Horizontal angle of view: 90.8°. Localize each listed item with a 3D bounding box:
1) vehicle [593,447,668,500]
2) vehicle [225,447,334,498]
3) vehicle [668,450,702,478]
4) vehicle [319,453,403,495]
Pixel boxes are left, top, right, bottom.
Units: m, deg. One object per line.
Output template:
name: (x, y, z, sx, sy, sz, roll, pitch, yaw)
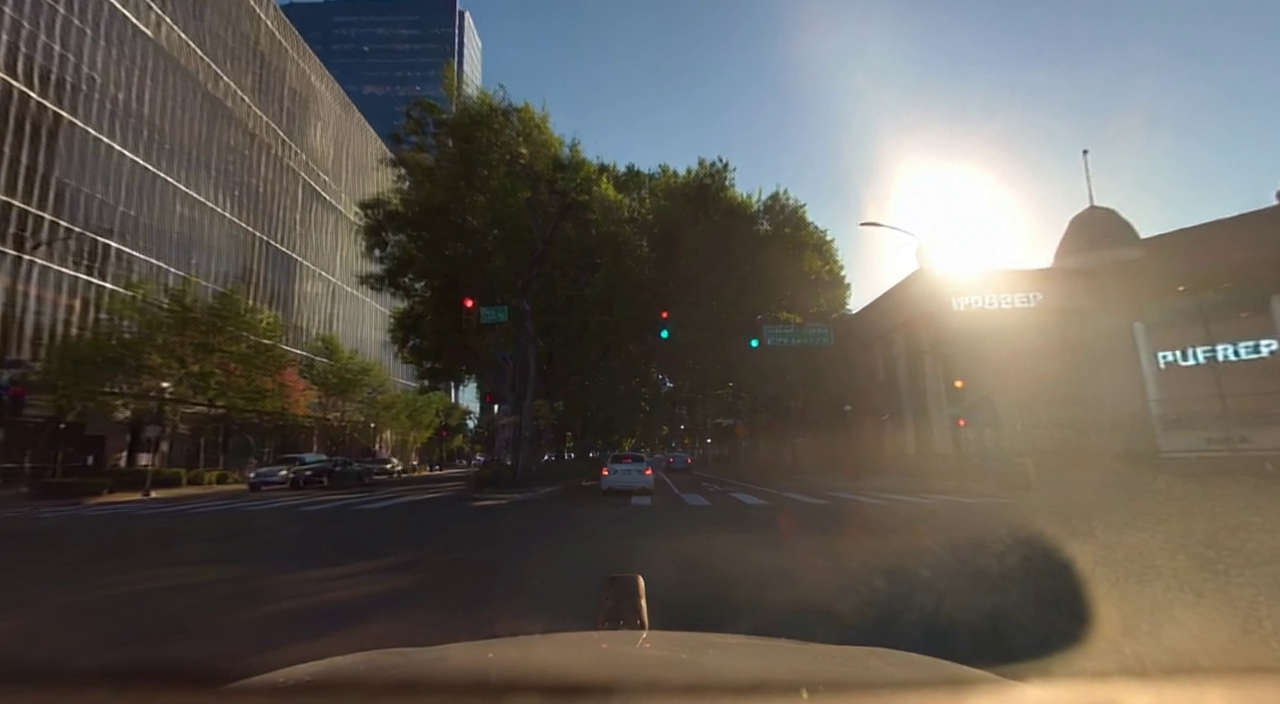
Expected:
vehicle: (-0.306, 3.797, 20.166, 2.144, 1.398, 3.963, 2, -8, -1)
vehicle: (-15.788, 5.262, 28.058, 2.119, 1.815, 4.795, -3, -7, -1)
vehicle: (3.239, 8.101, 46.009, 2.078, 1.799, 4.089, 1, -8, 0)
vehicle: (-12.483, 5.437, 28.608, 2.000, 1.507, 4.286, -3, -7, -2)
